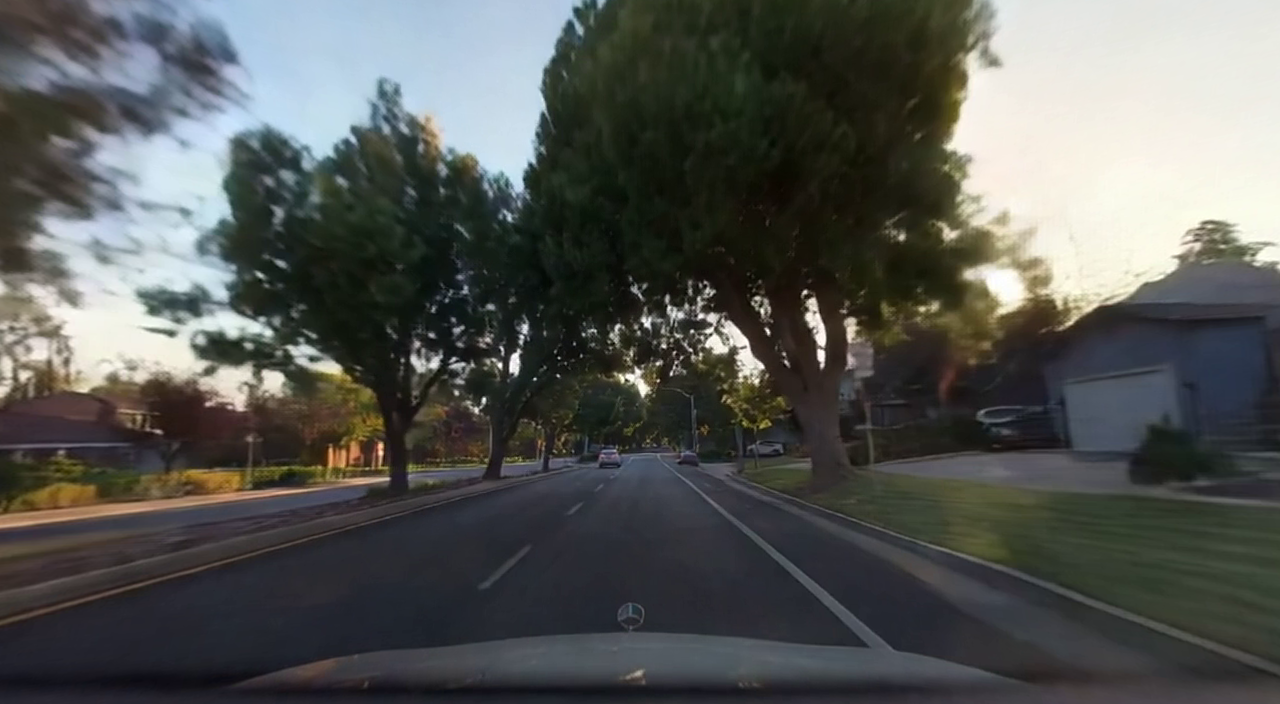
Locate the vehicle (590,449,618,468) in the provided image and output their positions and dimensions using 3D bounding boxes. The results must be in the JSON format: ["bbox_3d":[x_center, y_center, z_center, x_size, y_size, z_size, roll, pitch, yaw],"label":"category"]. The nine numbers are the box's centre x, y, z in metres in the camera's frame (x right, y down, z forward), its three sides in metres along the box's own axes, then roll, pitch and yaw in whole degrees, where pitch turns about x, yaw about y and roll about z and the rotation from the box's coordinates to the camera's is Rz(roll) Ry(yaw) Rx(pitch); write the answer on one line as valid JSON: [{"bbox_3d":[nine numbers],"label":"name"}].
[{"bbox_3d":[-2.801,8.352,49.788,1.973,1.400,3.915,0,-8,1],"label":"vehicle"}]
